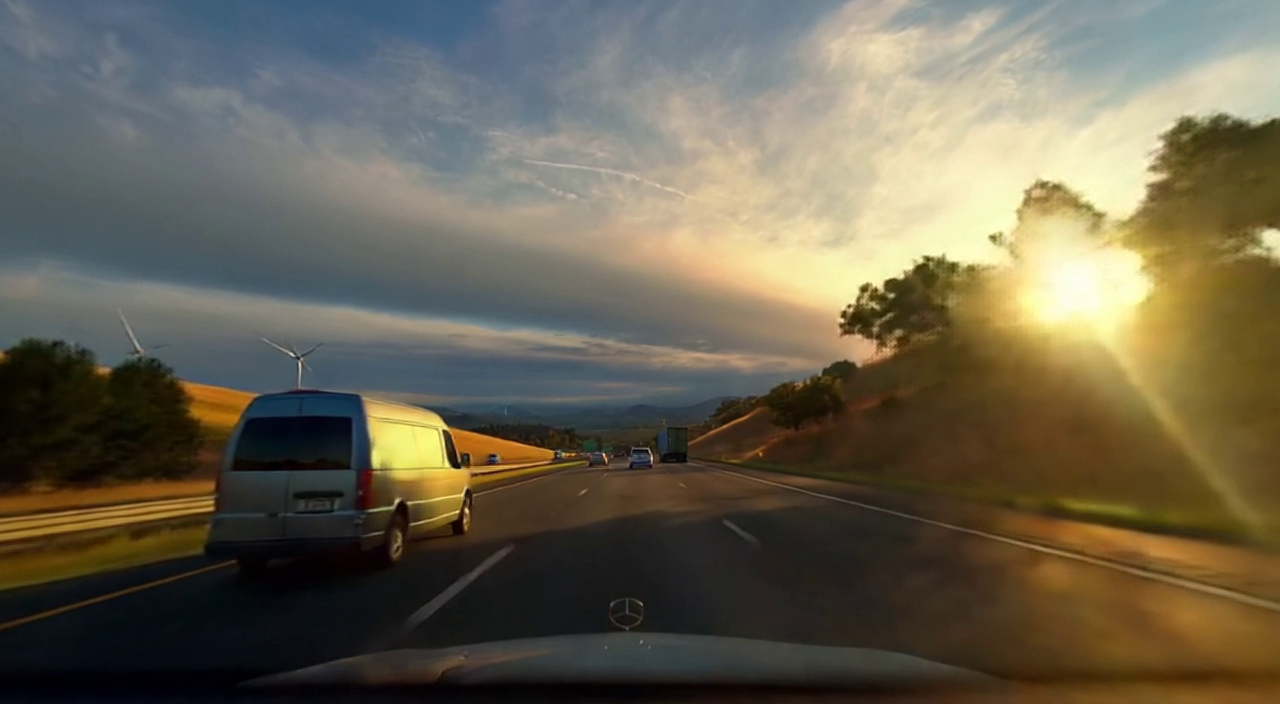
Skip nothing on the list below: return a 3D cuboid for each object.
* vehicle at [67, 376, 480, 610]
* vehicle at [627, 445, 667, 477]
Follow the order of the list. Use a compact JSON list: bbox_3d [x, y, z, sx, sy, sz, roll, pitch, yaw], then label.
[{"bbox_3d":[-3.736,1.564,7.789,2.238,1.984,4.650,0,-9,0],"label":"vehicle"},{"bbox_3d":[0.378,6.084,35.363,2.083,1.689,4.083,0,-9,1],"label":"vehicle"}]
